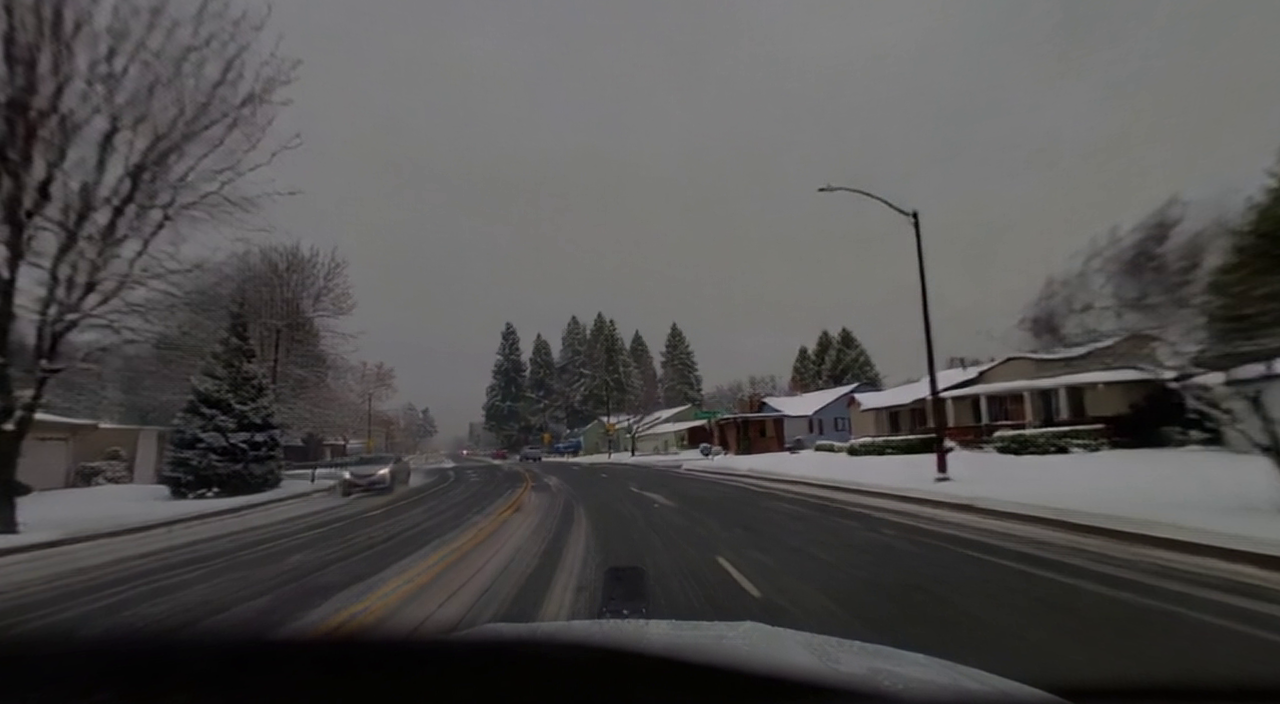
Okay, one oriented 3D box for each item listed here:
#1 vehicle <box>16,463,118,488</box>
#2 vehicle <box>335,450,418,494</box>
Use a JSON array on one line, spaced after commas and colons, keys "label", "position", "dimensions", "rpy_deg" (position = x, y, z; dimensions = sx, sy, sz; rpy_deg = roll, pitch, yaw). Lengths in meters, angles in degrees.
[{"label": "vehicle", "position": [-38.487, 8.294, 42.428], "dimensions": [4.586, 1.478, 1.913], "rpy_deg": [2, -9, -16]}, {"label": "vehicle", "position": [-10.738, 4.872, 26.072], "dimensions": [2.125, 1.592, 4.616], "rpy_deg": [1, -8, -10]}]
